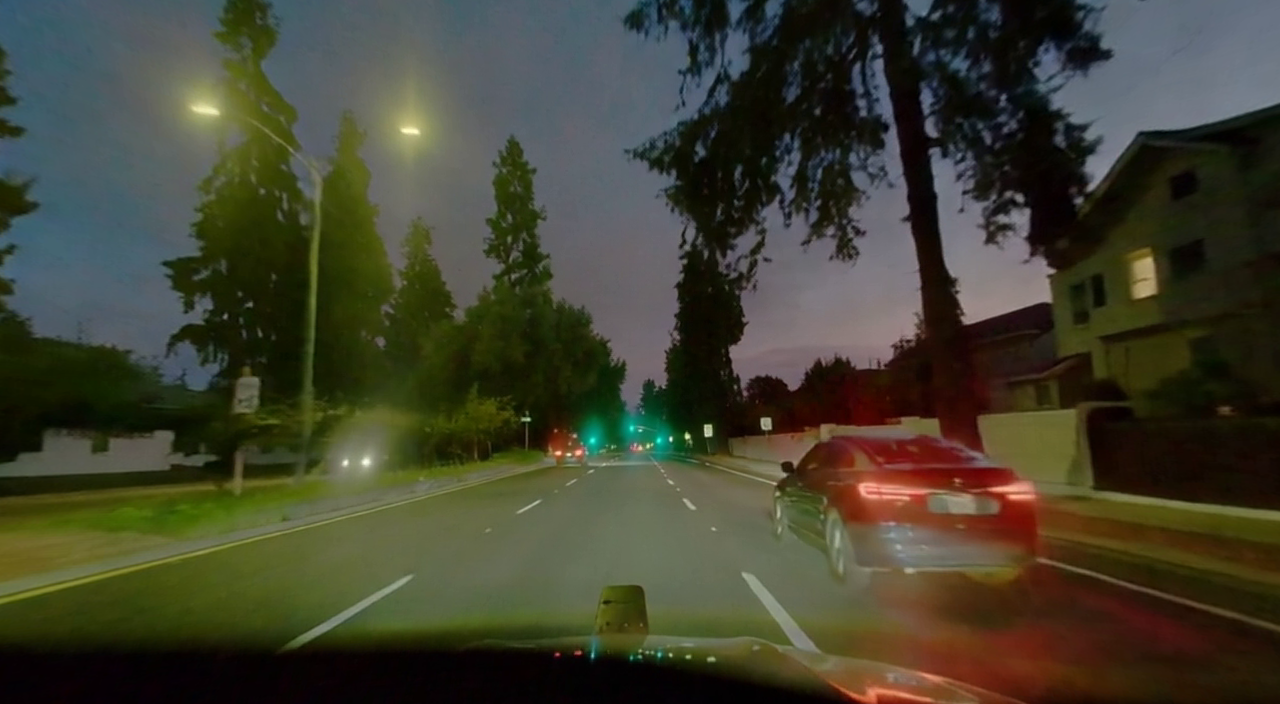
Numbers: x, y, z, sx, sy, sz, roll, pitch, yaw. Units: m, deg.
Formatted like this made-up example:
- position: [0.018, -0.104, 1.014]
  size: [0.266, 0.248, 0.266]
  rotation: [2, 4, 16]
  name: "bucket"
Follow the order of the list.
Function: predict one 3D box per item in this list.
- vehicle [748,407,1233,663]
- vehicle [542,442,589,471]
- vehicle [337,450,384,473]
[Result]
- position: [2.502, 1.432, 6.083]
  size: [1.992, 1.511, 4.464]
  rotation: [0, -9, -2]
  name: "vehicle"
- position: [-3.997, 5.684, 34.485]
  size: [2.011, 1.480, 4.517]
  rotation: [0, -9, 0]
  name: "vehicle"
- position: [-21.909, 8.568, 49.540]
  size: [1.816, 1.717, 4.024]
  rotation: [0, -9, 0]
  name: "vehicle"
